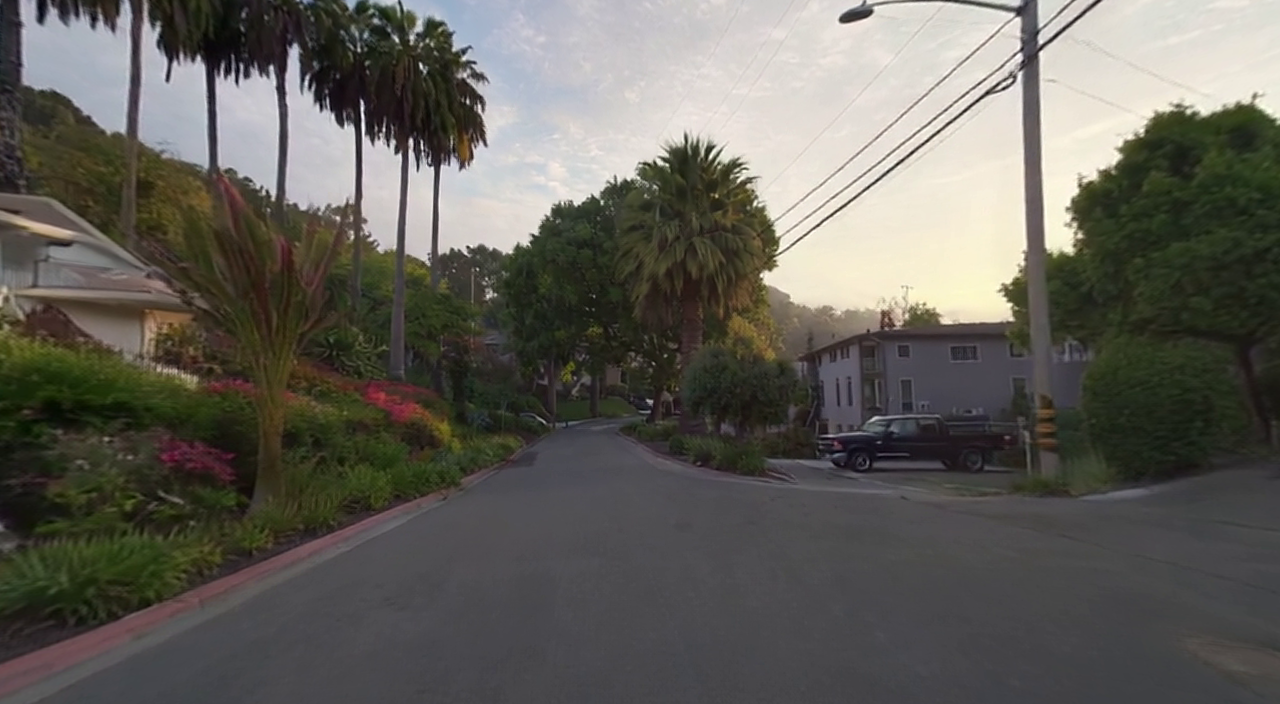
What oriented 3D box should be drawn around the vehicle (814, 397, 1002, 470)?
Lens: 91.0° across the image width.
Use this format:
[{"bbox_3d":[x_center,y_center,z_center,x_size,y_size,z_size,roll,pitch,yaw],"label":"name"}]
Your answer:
[{"bbox_3d":[8.539,2.660,20.017,5.663,1.913,2.170,6,-10,-23],"label":"vehicle"}]
